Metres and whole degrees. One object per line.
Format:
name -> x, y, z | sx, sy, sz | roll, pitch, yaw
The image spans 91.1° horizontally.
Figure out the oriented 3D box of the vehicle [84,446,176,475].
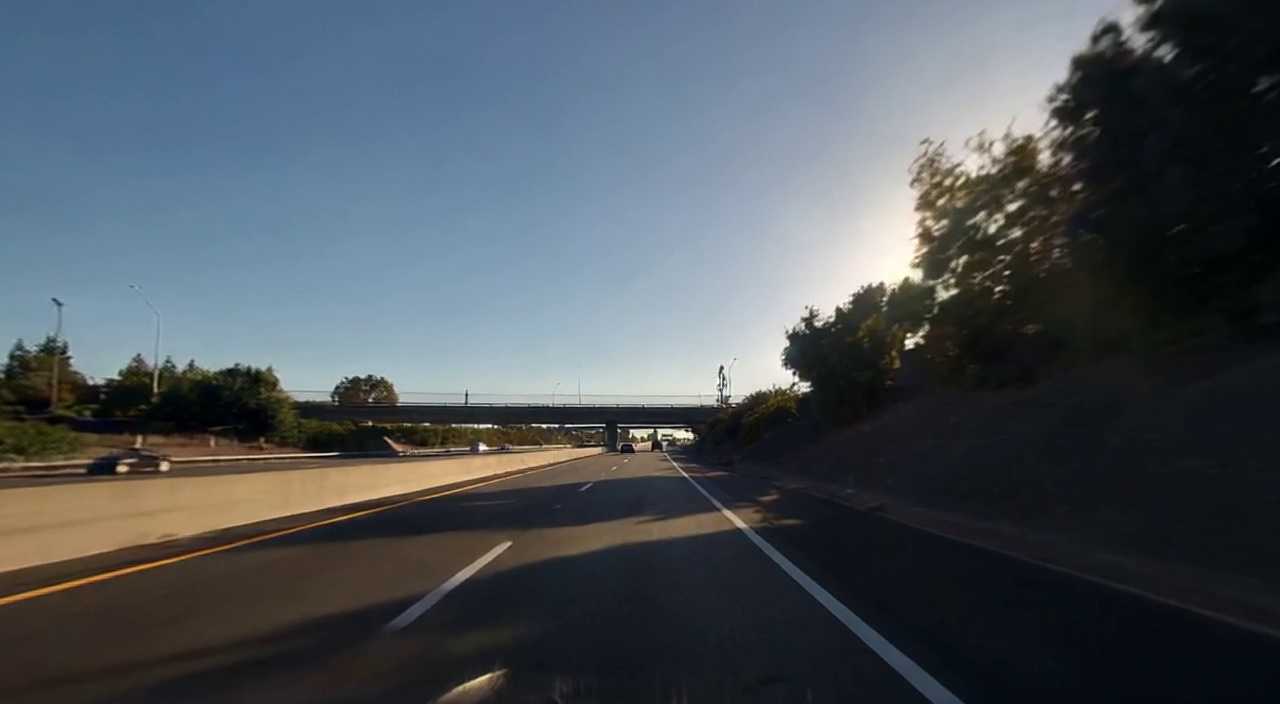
vehicle -> -31.709, 6.728, 39.207 | 1.904, 1.716, 4.413 | -1, -8, 1
